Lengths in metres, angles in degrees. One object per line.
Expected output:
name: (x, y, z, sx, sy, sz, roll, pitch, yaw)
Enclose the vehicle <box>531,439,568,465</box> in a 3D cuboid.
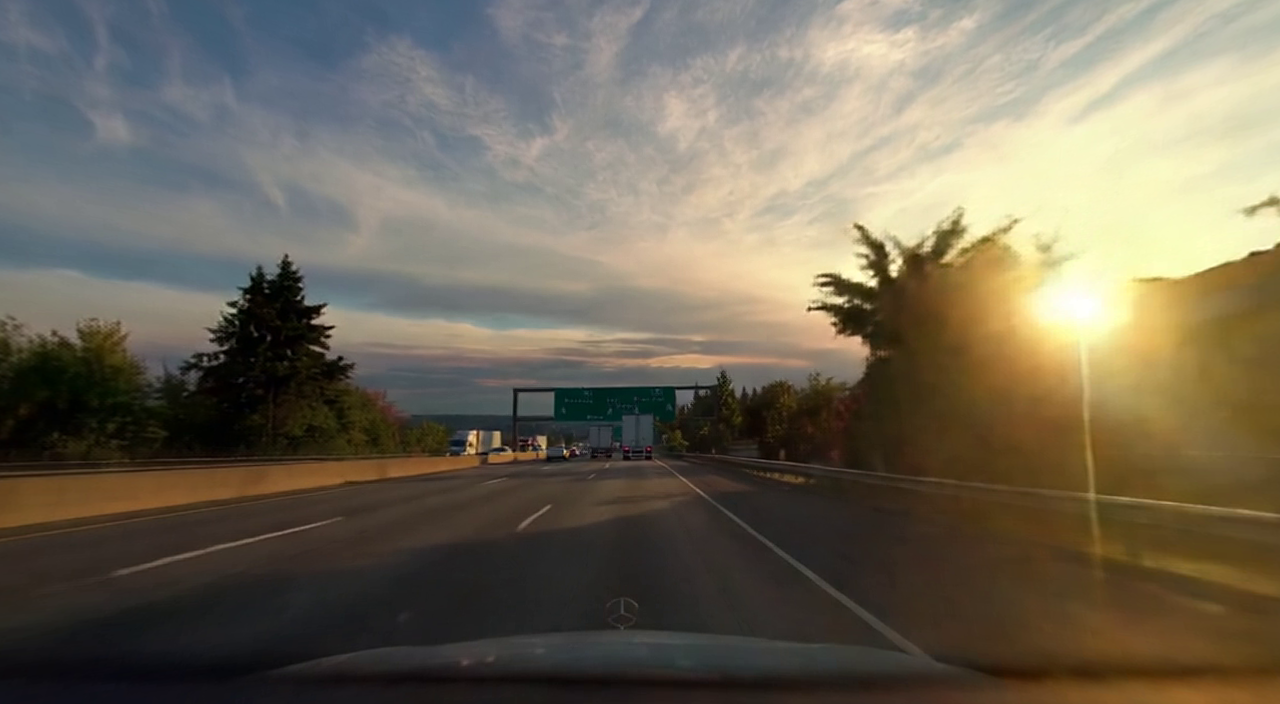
vehicle: (-6.707, 7.431, 47.205, 2.127, 1.839, 4.984, 0, -8, -1)
